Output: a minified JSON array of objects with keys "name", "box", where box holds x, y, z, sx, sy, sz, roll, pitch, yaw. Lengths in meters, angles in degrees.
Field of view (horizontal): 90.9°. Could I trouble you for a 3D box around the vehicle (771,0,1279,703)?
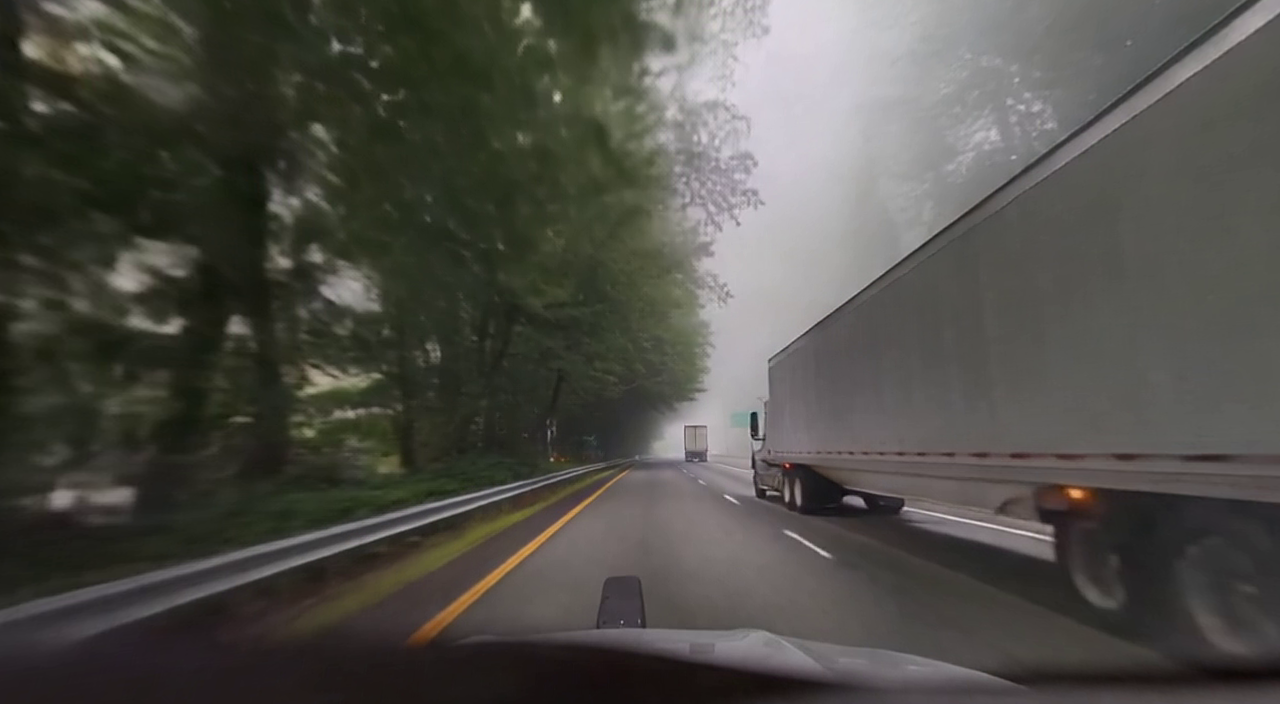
[{"name":"vehicle","box":[4.459,0.464,7.587,2.859,3.984,14.045,0,-9,0]}]
